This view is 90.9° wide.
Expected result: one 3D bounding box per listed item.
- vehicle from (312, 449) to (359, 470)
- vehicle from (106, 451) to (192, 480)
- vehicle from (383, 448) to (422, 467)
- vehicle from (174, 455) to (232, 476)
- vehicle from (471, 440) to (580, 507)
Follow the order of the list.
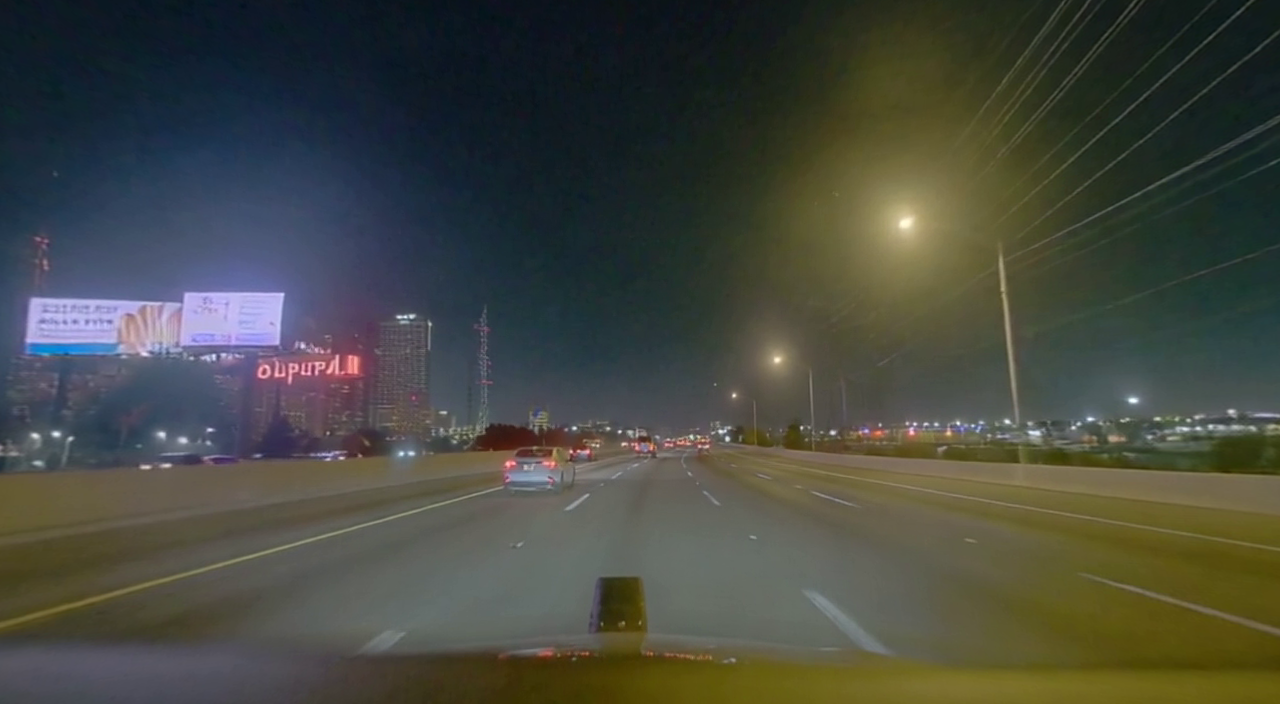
[{"bbox_3d":[-22.084,7.783,45.896,1.605,1.392,3.428,0,-8,2],"label":"vehicle"},{"bbox_3d":[-26.119,6.022,33.677,1.592,1.384,3.543,0,-8,2],"label":"vehicle"},{"bbox_3d":[-18.270,8.086,48.592,1.472,1.365,3.348,0,-8,4],"label":"vehicle"},{"bbox_3d":[-31.572,8.208,45.644,1.535,1.347,3.388,0,-8,4],"label":"vehicle"},{"bbox_3d":[-2.723,2.980,15.960,1.891,1.444,3.968,0,-8,2],"label":"vehicle"}]
